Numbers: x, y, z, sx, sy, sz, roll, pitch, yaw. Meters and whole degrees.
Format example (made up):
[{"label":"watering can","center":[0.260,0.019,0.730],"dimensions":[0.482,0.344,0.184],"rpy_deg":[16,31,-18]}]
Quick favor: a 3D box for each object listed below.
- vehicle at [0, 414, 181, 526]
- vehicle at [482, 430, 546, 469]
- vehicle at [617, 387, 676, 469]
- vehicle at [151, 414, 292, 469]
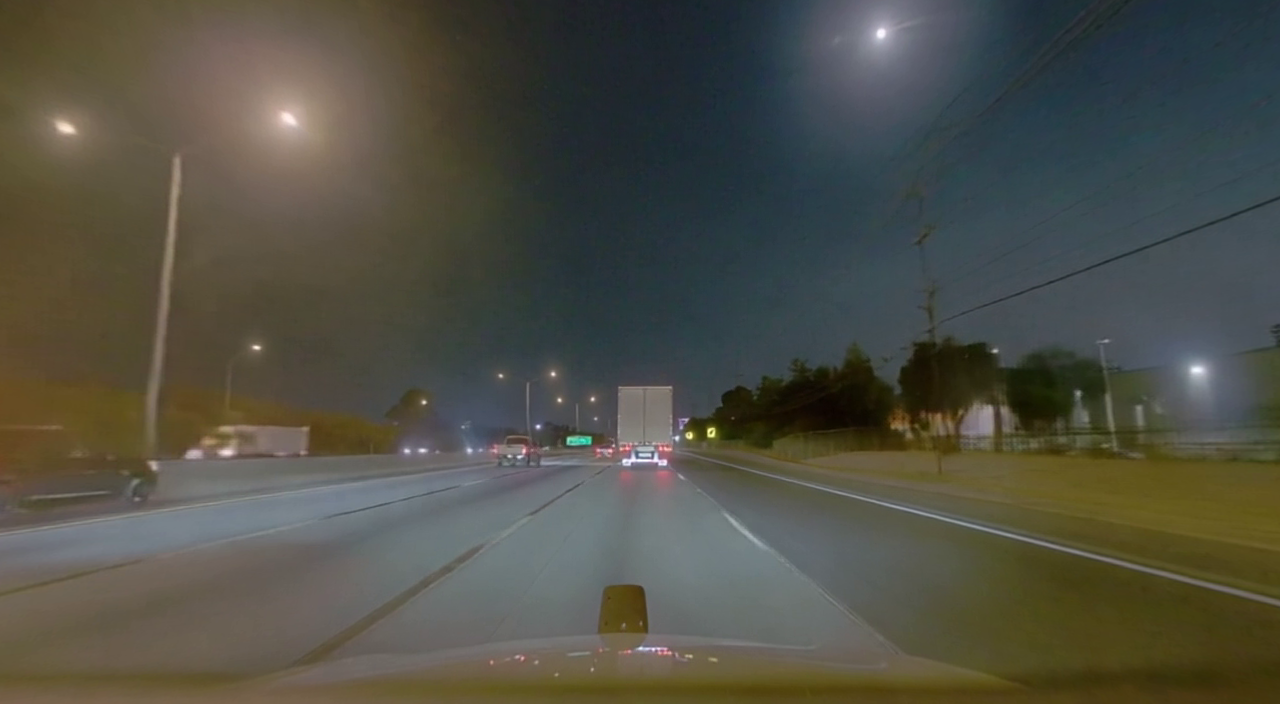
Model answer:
[{"label":"vehicle","center":[-11.160,2.032,11.102],"dimensions":[2.010,1.766,5.365],"rpy_deg":[0,-8,1]},{"label":"vehicle","center":[-6.849,5.397,35.011],"dimensions":[2.263,1.936,5.802],"rpy_deg":[0,-8,1]},{"label":"vehicle","center":[0.540,4.519,36.512],"dimensions":[2.879,4.027,11.243],"rpy_deg":[-1,-8,2]},{"label":"vehicle","center":[-21.931,4.806,33.675],"dimensions":[2.233,2.573,7.626],"rpy_deg":[0,-8,0]}]
